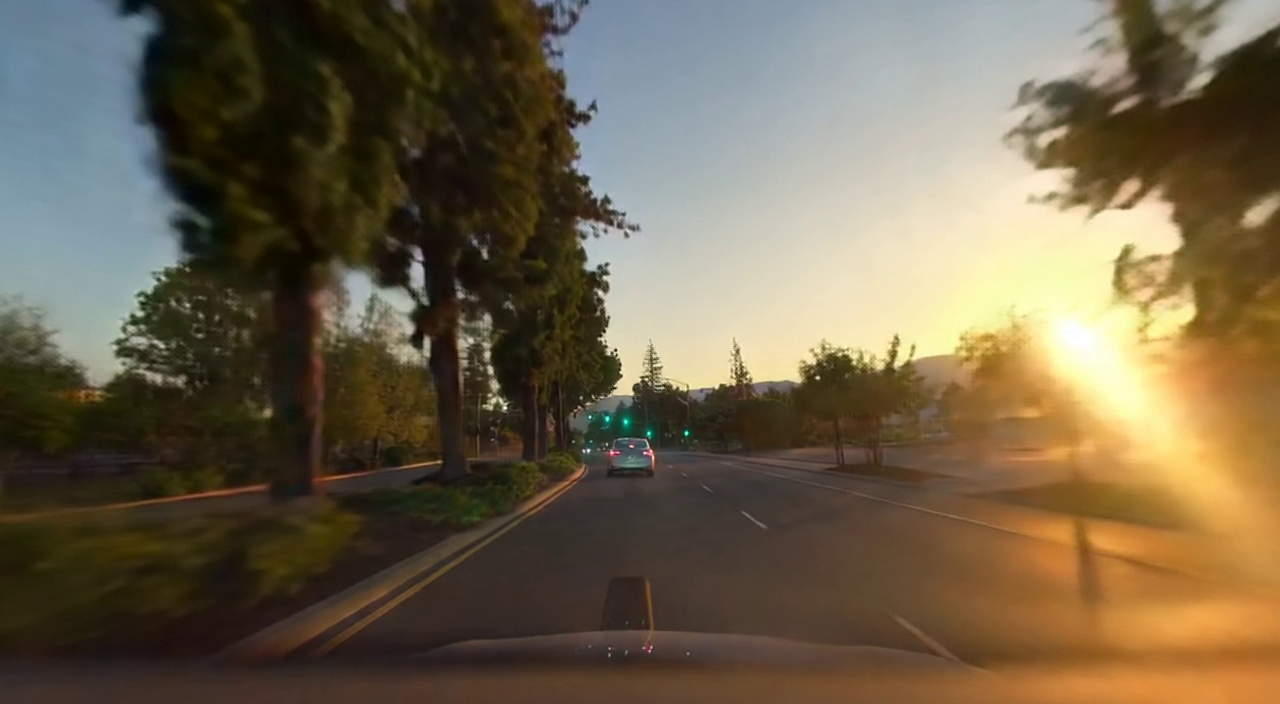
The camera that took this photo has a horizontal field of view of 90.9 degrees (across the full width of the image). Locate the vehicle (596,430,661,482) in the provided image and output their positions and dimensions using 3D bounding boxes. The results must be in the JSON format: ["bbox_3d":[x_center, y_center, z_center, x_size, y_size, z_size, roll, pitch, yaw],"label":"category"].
[{"bbox_3d":[-0.421,3.835,23.460,2.192,1.734,4.176,0,-8,-1],"label":"vehicle"}]
